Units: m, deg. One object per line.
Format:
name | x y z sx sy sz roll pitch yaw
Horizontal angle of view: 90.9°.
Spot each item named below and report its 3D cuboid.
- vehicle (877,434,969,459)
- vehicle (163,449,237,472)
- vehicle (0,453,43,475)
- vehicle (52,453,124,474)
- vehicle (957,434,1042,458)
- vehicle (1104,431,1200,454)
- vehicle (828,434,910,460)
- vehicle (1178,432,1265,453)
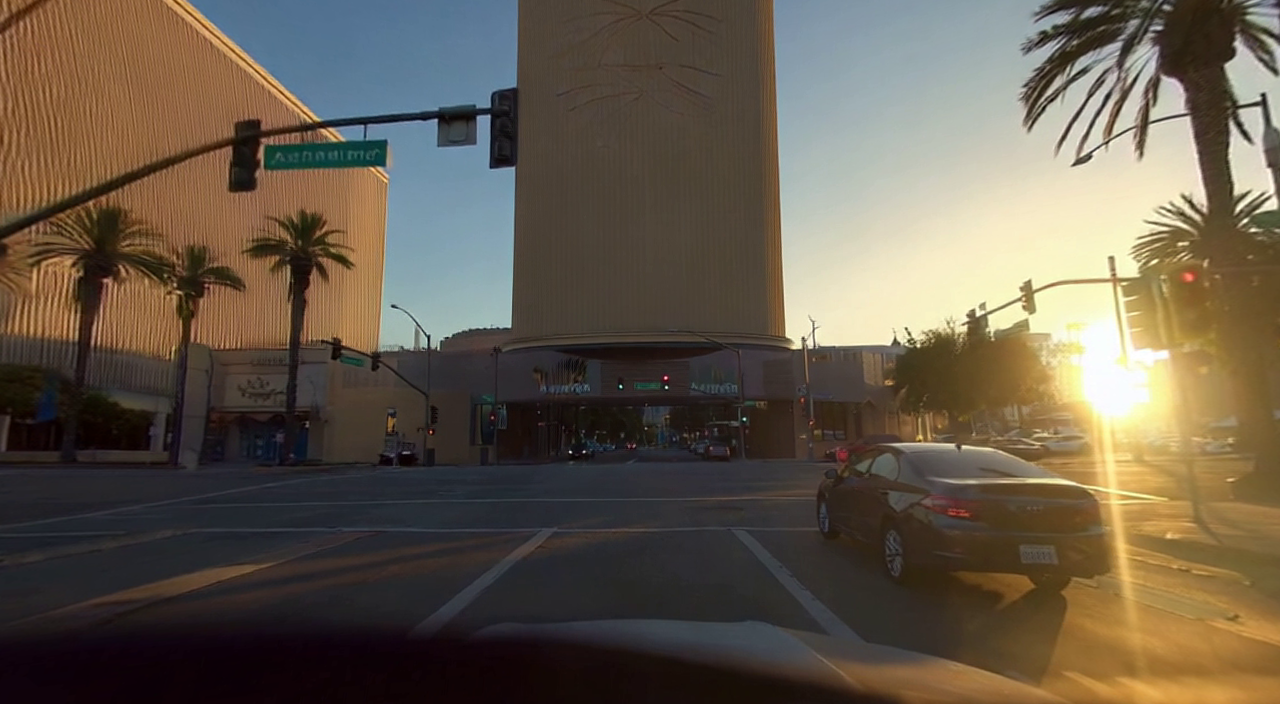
vehicle | 16.994 5.706 37.961 4.684 1.461 1.777 0 -8 -1
vehicle | -33.137 8.178 47.570 4.136 1.661 1.857 0 -8 0
vehicle | -47.959 8.479 47.710 3.786 1.555 1.702 0 -8 2
vehicle | -41.651 8.390 47.581 3.698 1.467 1.779 0 -8 0
vehicle | 23.592 6.182 41.467 4.423 1.465 1.798 0 -8 0
vehicle | 33.283 5.896 41.055 4.567 1.458 1.791 0 -8 1
vehicle | 15.095 6.282 41.693 4.648 1.665 1.910 0 -8 -1
vehicle | 42.173 6.600 45.777 4.437 1.469 1.811 0 -8 0
